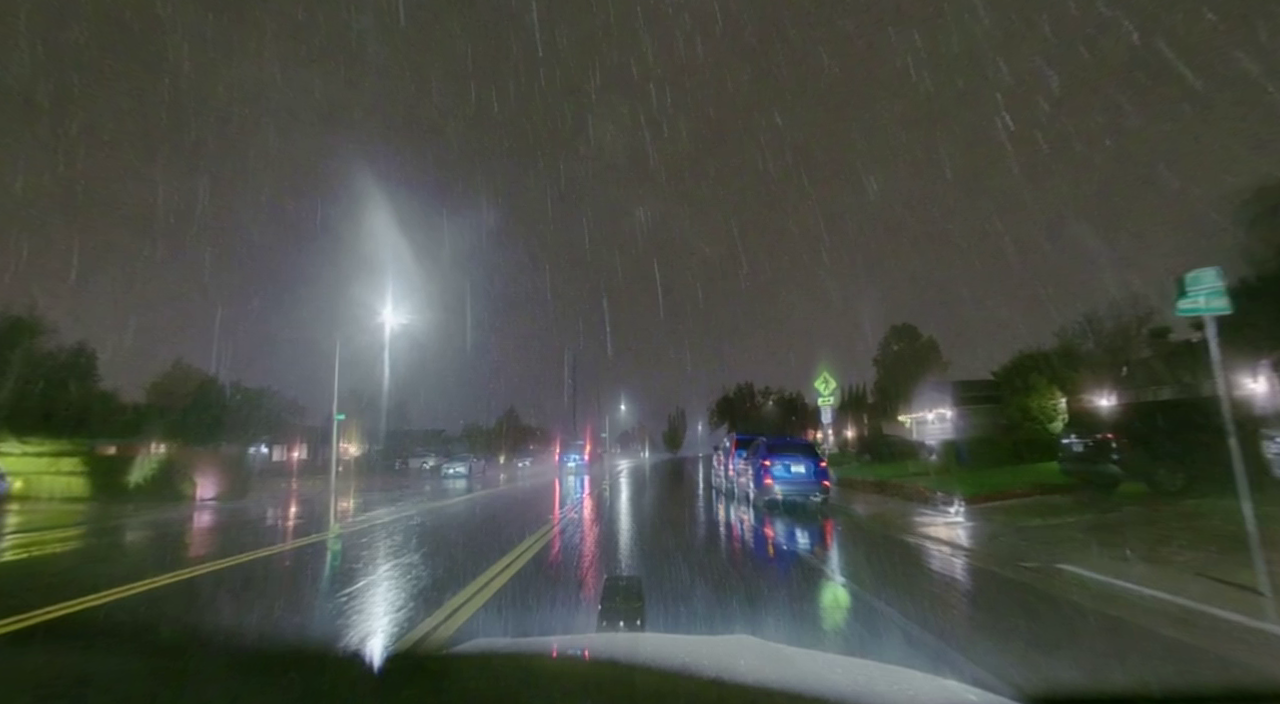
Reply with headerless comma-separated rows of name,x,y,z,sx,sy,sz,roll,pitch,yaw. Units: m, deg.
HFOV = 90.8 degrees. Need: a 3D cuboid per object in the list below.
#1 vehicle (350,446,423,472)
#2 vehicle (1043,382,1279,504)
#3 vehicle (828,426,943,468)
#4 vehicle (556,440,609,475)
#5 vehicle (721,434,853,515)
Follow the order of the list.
vehicle,-18.873,7.983,47.125,4.628,1.808,1.899,0,-12,8
vehicle,11.926,1.715,12.465,6.150,2.059,2.284,-3,-8,4
vehicle,12.533,4.895,32.561,5.036,1.782,2.098,-5,-9,9
vehicle,-3.007,5.637,33.944,2.135,1.731,4.232,-1,-8,5
vehicle,3.480,2.996,16.143,2.147,1.725,4.927,0,-8,-1
